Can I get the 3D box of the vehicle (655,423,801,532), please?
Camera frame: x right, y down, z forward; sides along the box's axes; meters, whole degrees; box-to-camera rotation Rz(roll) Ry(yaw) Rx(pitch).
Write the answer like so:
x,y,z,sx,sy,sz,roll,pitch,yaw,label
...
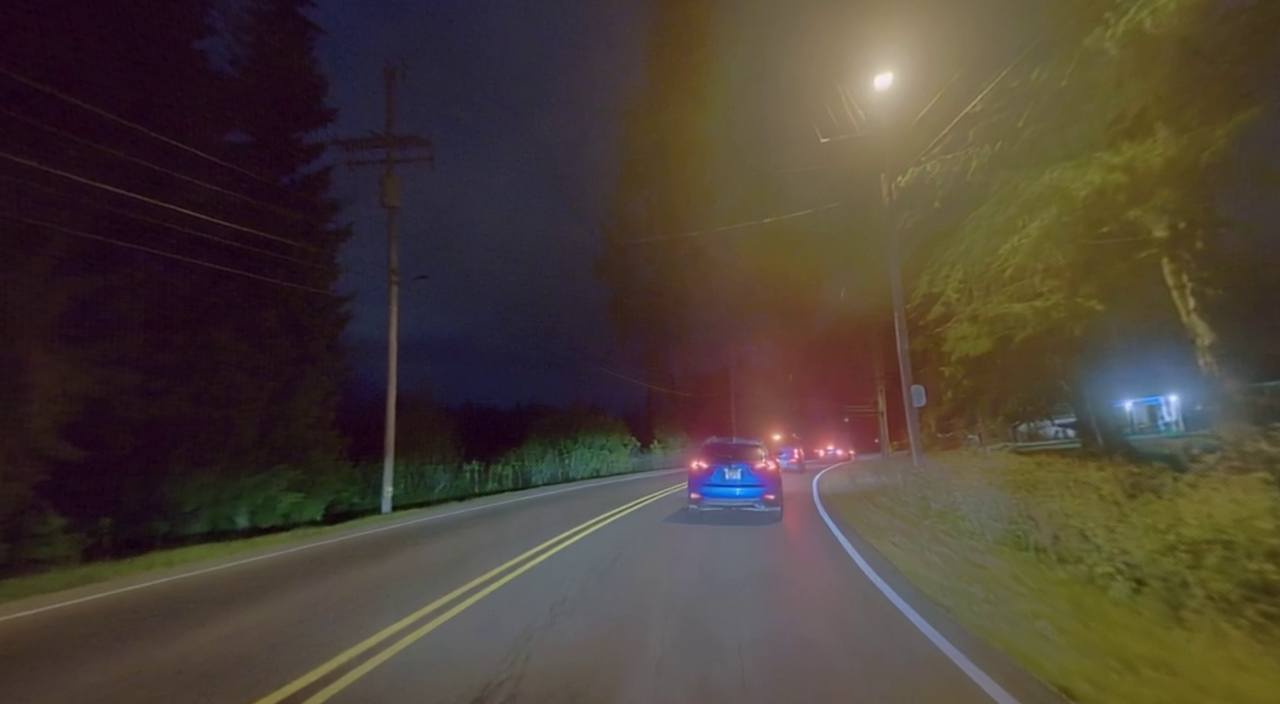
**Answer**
x,y,z,sx,sy,sz,roll,pitch,yaw,label
1.774,2.179,11.554,2.157,1.565,4.243,-2,-9,13,vehicle
